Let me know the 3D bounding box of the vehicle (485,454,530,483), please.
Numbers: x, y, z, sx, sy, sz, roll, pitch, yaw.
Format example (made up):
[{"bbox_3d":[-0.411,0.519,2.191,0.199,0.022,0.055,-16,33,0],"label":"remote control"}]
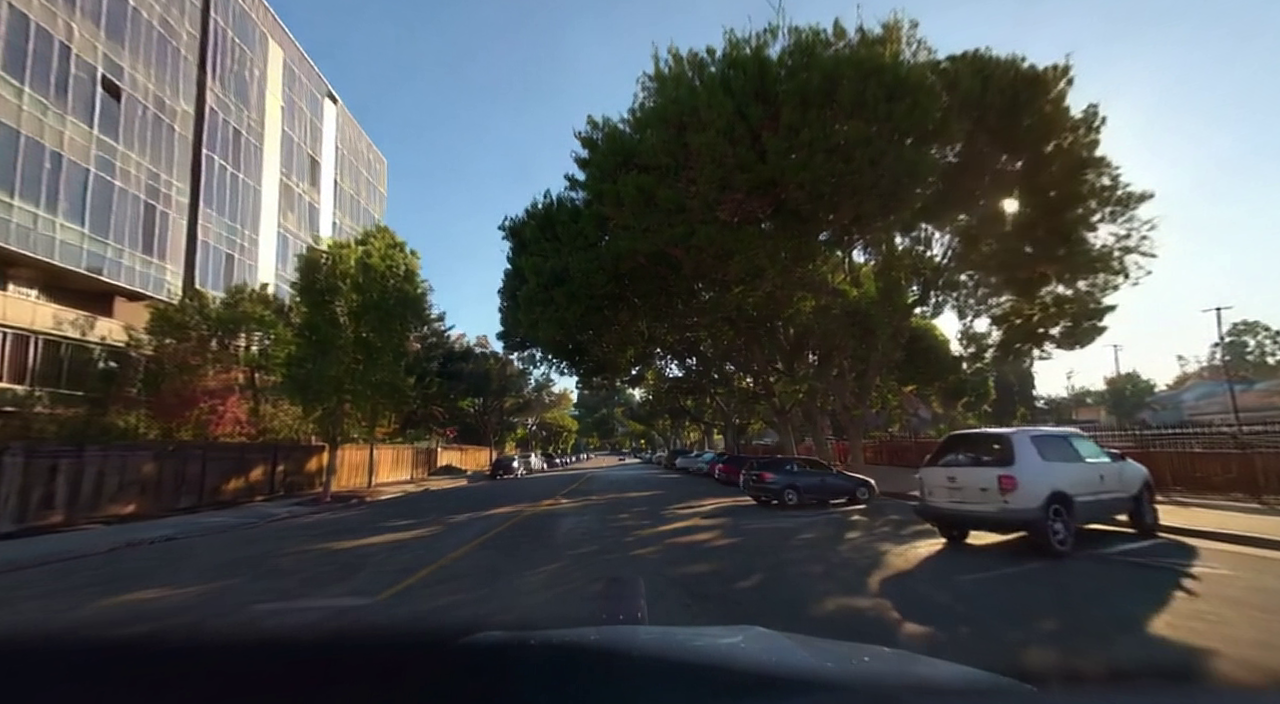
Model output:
[{"bbox_3d":[-8.776,7.736,42.204,2.172,1.707,4.273,0,-9,-1],"label":"vehicle"}]

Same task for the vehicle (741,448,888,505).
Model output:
[{"bbox_3d":[5.144,3.588,18.648,3.752,1.494,2.083,5,-10,-29],"label":"vehicle"}]

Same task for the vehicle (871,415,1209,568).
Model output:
[{"bbox_3d":[6.474,2.015,10.169,5.061,1.829,2.274,2,-9,-29],"label":"vehicle"}]
